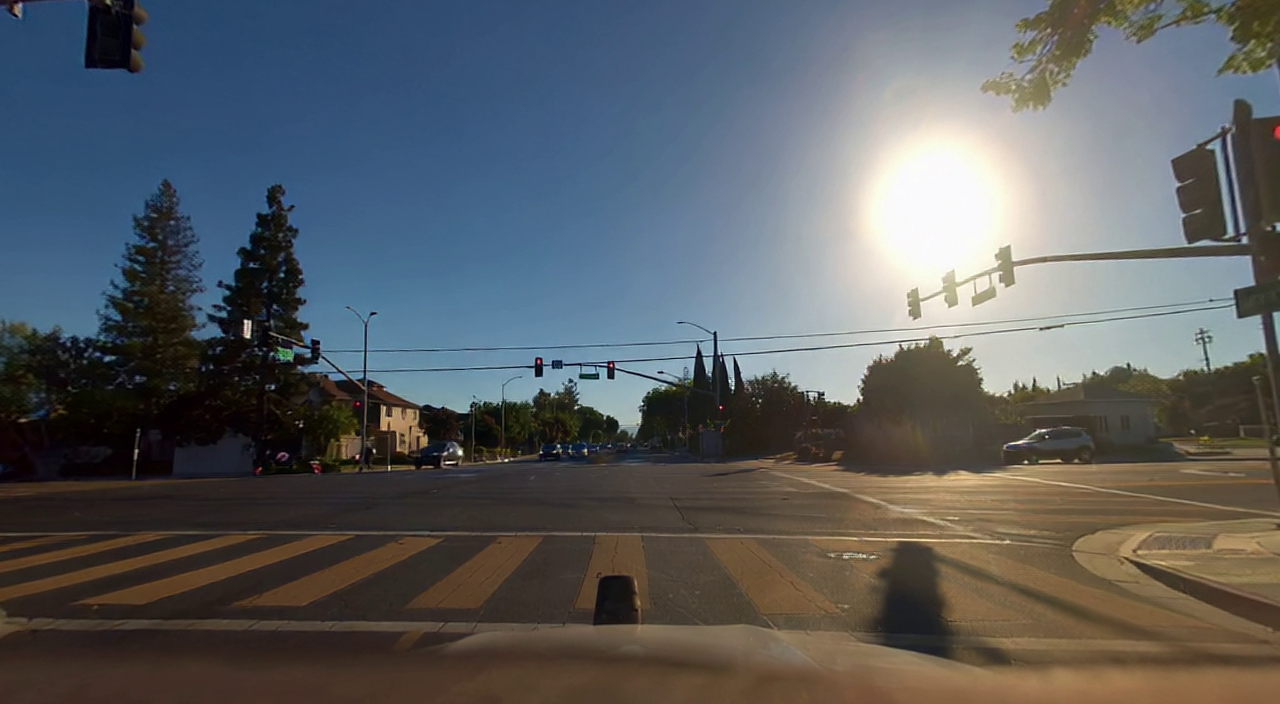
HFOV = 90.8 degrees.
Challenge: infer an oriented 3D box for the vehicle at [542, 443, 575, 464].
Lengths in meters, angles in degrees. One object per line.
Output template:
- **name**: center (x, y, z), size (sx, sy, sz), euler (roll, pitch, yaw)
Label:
- **vehicle**: center (-6.077, 7.671, 47.809), size (1.936, 1.444, 4.168), euler (0, -8, 0)
